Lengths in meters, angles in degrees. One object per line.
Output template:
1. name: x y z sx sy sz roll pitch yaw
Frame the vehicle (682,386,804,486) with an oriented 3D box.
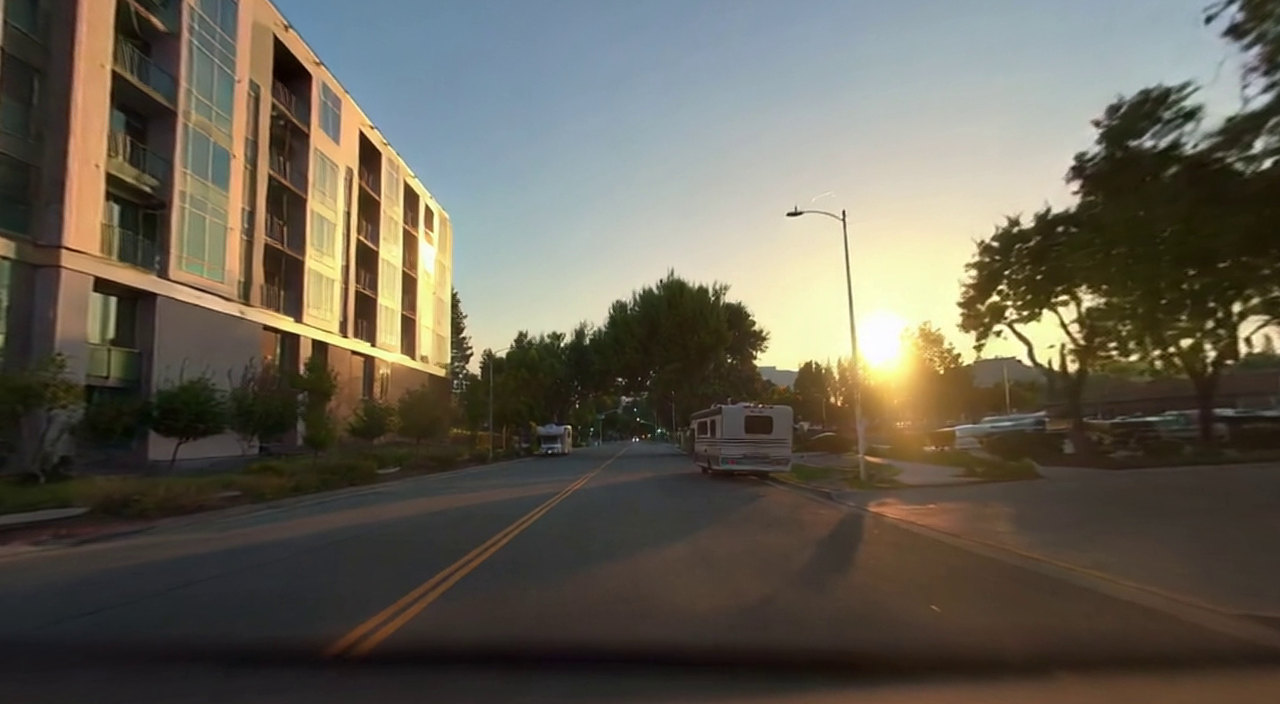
1. vehicle: 3.611 3.222 24.567 3.074 3.099 8.805 1 -7 -1
